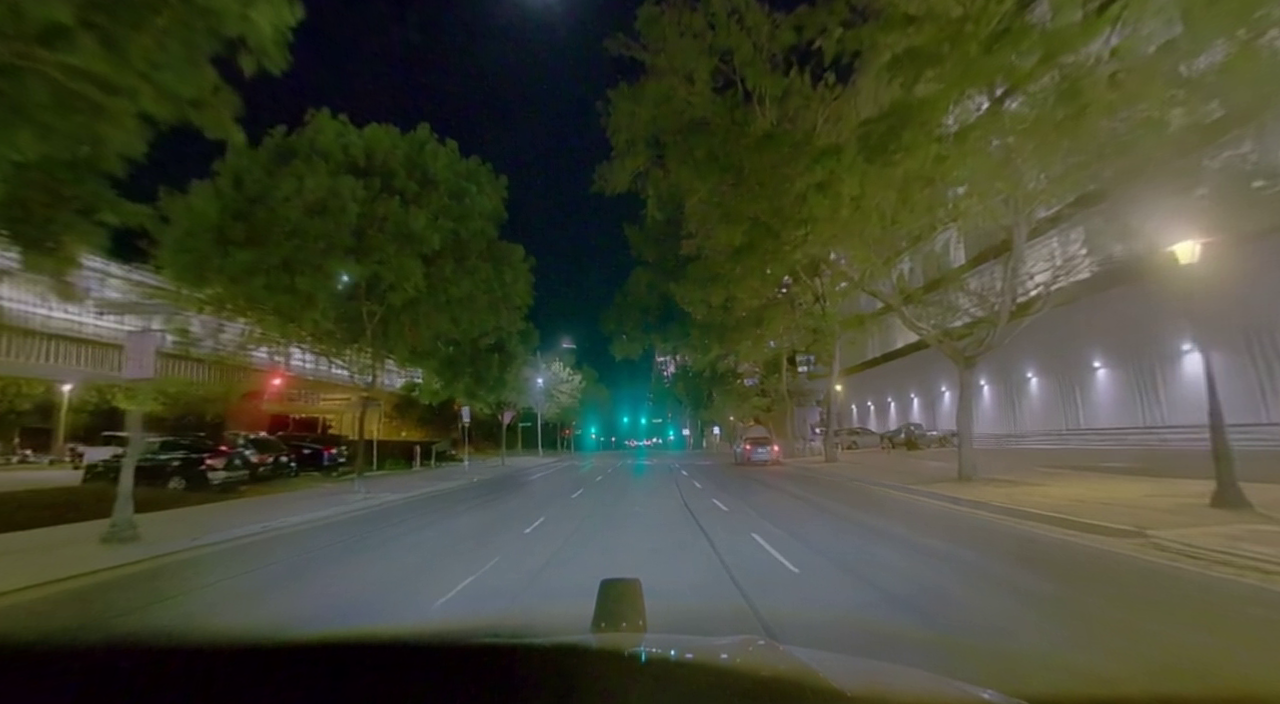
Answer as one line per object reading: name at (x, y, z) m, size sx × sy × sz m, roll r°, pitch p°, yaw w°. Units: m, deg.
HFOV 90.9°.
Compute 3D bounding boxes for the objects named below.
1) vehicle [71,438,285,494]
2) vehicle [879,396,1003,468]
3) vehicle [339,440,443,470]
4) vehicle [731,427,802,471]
vehicle at (-14.475, 3.595, 20.085) m, size 4.954 × 1.614 × 2.227 m, roll 0°, pitch -9°, yaw -4°
vehicle at (13.273, 3.646, 28.404) m, size 2.935 × 2.889 × 5.499 m, roll -1°, pitch -8°, yaw 2°
vehicle at (-13.599, 5.647, 34.659) m, size 4.765 × 1.517 × 2.182 m, roll 0°, pitch -9°, yaw 0°
vehicle at (6.153, 4.789, 31.352) m, size 2.338 × 1.942 × 5.267 m, roll 0°, pitch -8°, yaw -1°
